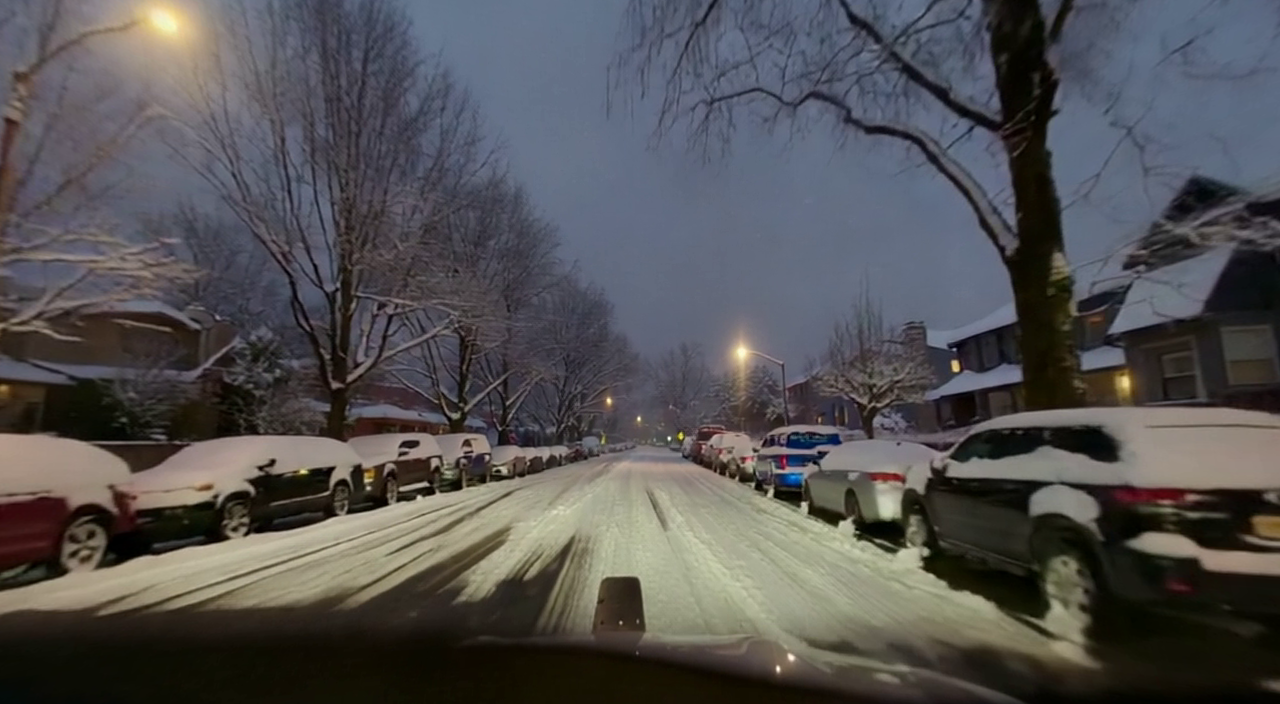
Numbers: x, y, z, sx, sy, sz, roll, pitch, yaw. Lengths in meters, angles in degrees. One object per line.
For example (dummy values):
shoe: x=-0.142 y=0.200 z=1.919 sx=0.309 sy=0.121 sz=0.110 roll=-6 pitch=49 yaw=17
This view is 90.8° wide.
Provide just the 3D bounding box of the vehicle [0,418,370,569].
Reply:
vehicle: x=-7.118 y=2.286 z=11.007 sx=1.965 sy=1.797 sz=6.086 roll=-3 pitch=-10 yaw=2

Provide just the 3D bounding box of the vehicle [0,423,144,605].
vehicle: x=-7.100 y=1.504 z=5.431 sx=1.898 sy=1.715 sz=4.537 roll=-3 pitch=-8 yaw=2

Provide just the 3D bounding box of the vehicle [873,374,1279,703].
vehicle: x=4.003 y=1.333 z=5.595 sx=1.903 sy=1.714 sz=5.092 roll=0 pitch=-9 yaw=0

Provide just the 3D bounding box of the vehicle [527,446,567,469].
vehicle: x=-6.338 y=7.195 z=43.439 sx=1.869 sy=1.467 sz=4.921 roll=-1 pitch=-9 yaw=1
